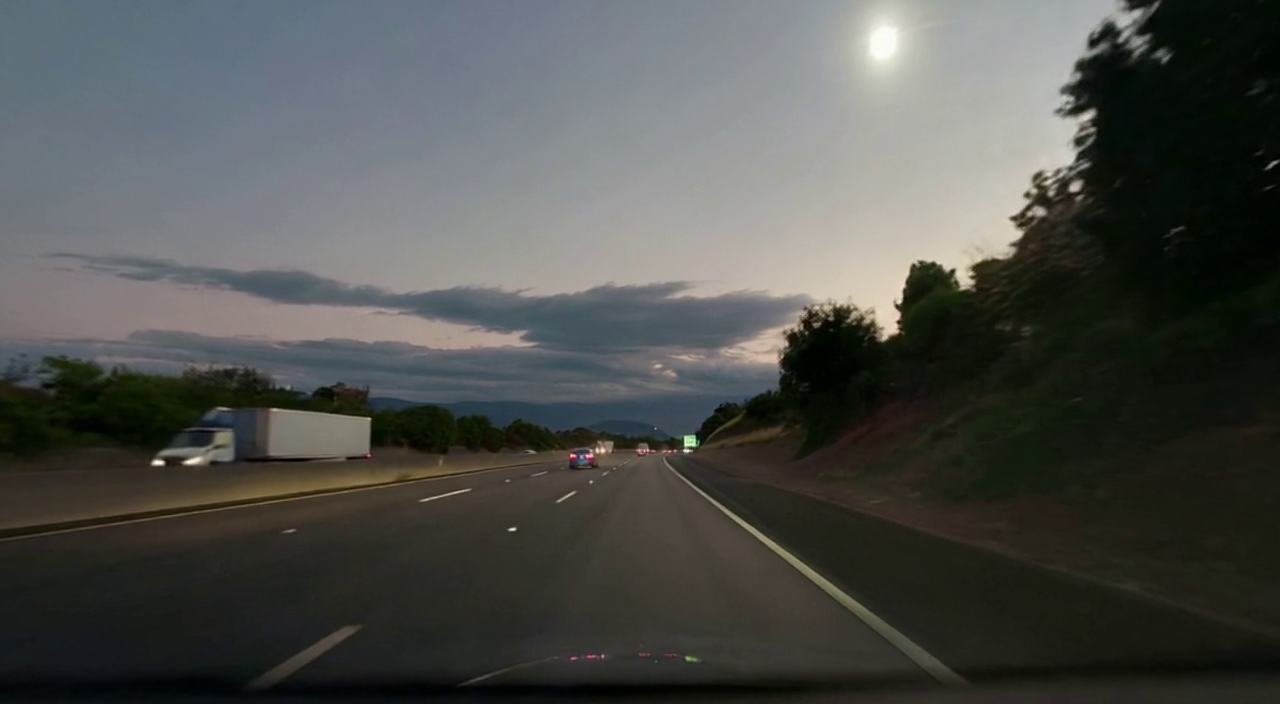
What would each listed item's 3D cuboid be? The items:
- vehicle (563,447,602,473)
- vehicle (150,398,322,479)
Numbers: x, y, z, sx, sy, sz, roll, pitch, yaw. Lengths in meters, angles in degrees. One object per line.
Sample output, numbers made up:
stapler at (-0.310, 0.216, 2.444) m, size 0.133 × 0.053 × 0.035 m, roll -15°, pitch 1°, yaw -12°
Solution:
vehicle at (-3.342, 6.359, 37.377) m, size 1.858 × 1.459 × 4.091 m, roll 0°, pitch -9°, yaw 1°
vehicle at (-23.116, 5.200, 37.254) m, size 2.975 × 4.087 × 10.601 m, roll 0°, pitch -9°, yaw 1°
